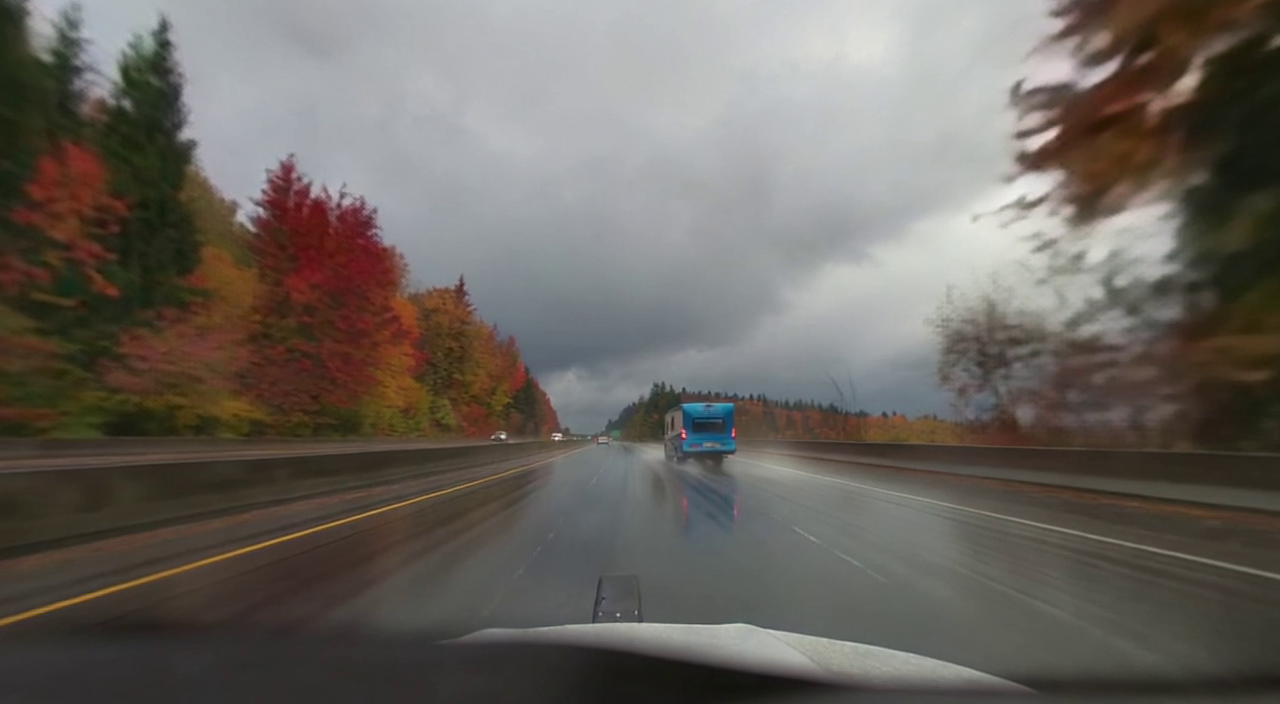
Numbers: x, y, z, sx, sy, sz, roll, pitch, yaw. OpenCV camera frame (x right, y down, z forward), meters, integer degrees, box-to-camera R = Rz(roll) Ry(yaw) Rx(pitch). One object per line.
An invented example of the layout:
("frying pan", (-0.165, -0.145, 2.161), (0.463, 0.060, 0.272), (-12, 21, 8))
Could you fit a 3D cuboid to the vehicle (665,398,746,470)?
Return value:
("vehicle", (2.777, 3.771, 28.853), (2.815, 2.876, 7.101), (0, -8, -1))
